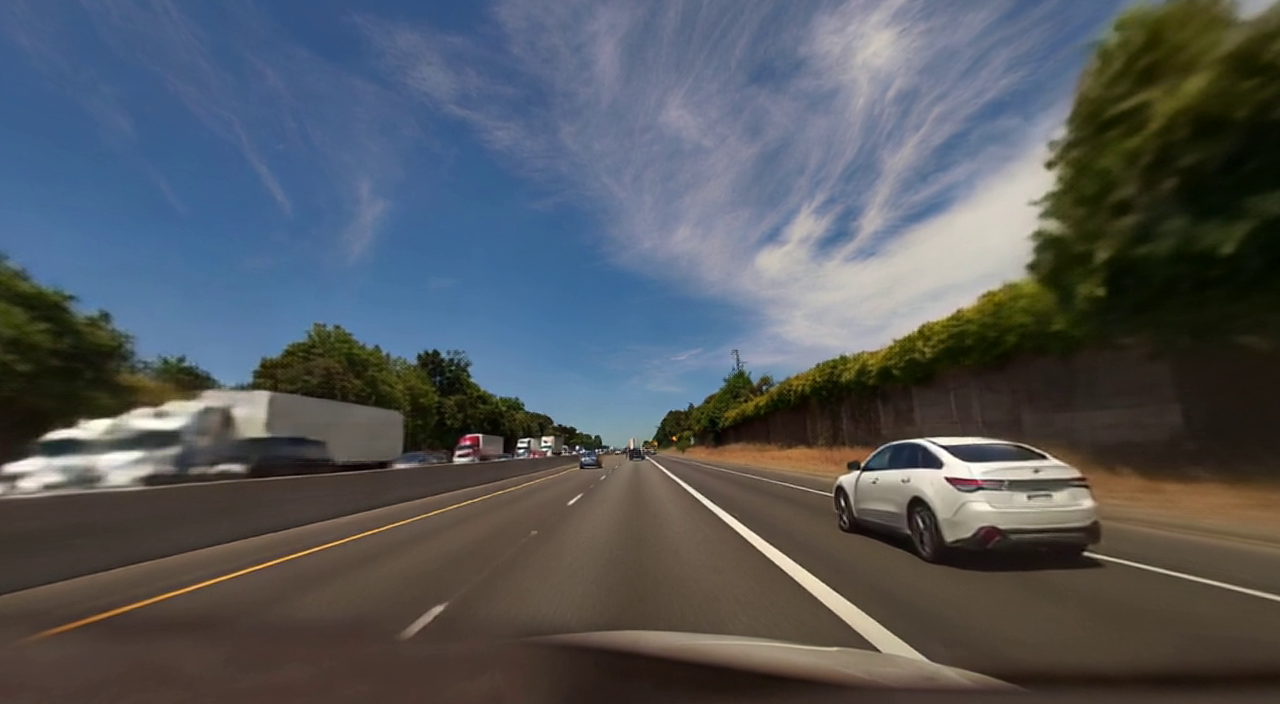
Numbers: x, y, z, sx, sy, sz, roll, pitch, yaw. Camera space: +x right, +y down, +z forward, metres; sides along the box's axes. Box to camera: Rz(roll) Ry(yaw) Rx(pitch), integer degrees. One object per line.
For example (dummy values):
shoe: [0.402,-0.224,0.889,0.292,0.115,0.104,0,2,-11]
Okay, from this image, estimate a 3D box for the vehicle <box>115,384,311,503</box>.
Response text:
vehicle: [-15.922,3.519,24.243,2.995,3.939,6.212,0,-9,0]

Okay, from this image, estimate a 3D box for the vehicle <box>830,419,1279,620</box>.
vehicle: [3.858,1.609,7.030,2.053,1.504,4.386,0,-9,-1]

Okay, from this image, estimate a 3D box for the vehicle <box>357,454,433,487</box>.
vehicle: [-11.181,5.405,29.076,1.820,1.389,4.266,0,-9,0]

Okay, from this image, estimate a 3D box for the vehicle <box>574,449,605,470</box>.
vehicle: [-3.768,8.059,47.444,1.978,1.539,3.924,0,-9,0]
